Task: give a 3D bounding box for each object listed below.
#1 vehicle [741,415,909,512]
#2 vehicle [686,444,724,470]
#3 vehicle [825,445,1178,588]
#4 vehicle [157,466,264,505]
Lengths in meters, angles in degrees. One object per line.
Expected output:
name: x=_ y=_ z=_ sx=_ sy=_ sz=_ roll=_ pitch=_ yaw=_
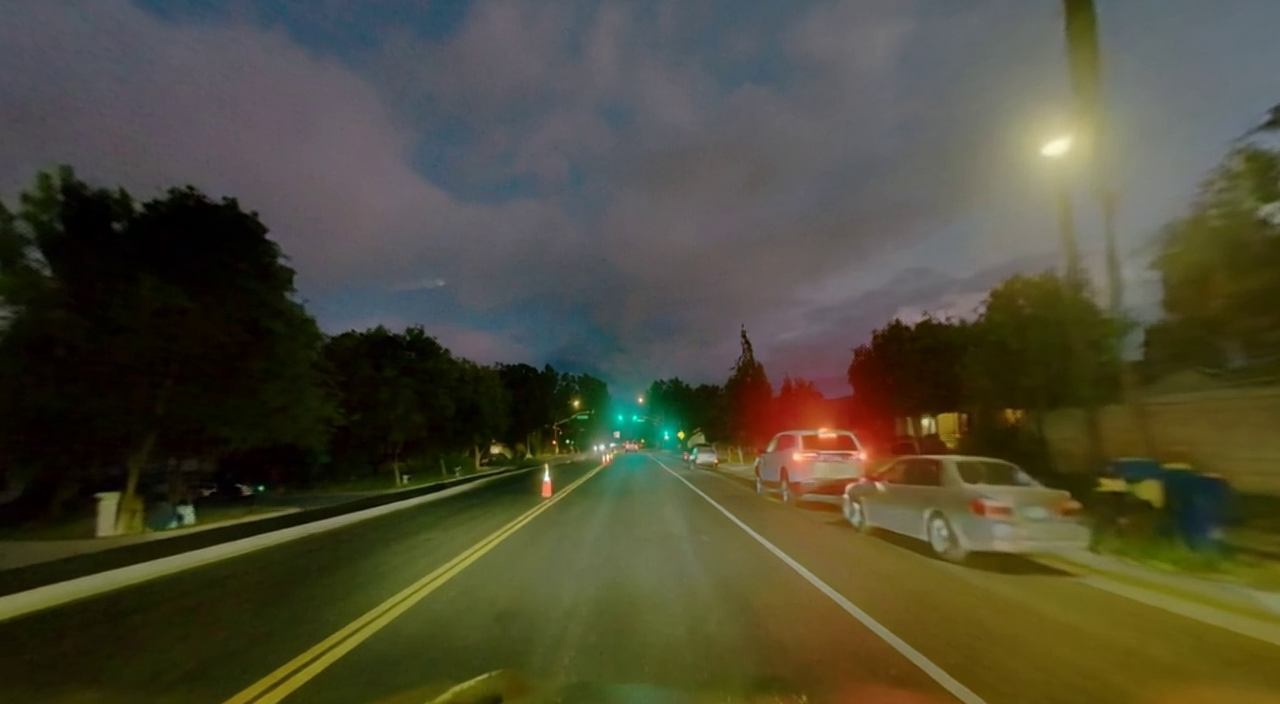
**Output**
vehicle: x=4.116 y=2.600 z=15.169 sx=2.255 sy=1.914 sz=4.967 roll=0 pitch=-9 yaw=-3
vehicle: x=3.909 y=6.396 z=38.600 sx=1.870 sy=1.441 sz=4.539 roll=-1 pitch=-9 yaw=1
vehicle: x=4.146 y=1.922 z=8.391 sx=1.928 sy=1.333 sz=4.586 roll=0 pitch=-9 yaw=-1
vehicle: x=-20.229 y=6.270 z=30.078 sx=2.015 sy=1.444 sz=4.958 roll=-1 pitch=-9 yaw=-5
